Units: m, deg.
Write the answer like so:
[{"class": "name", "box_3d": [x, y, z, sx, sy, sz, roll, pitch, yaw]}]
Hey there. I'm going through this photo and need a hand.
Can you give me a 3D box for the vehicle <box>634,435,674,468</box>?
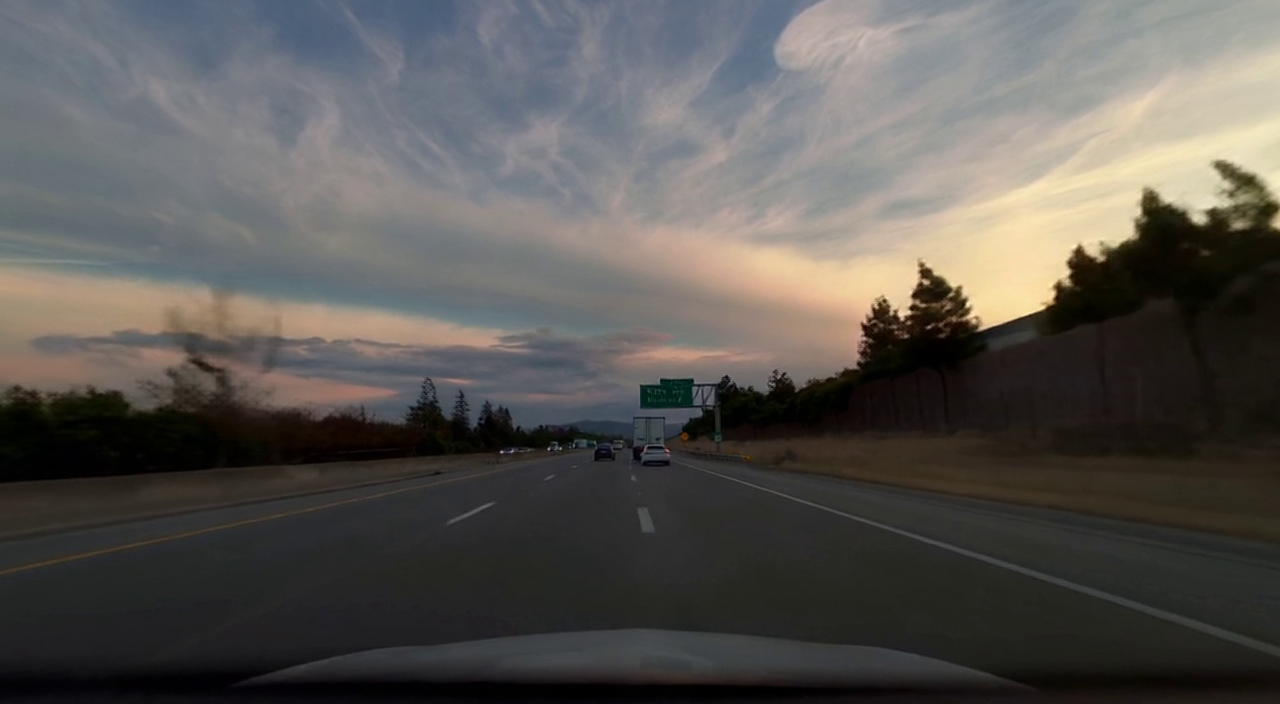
[{"class": "vehicle", "box_3d": [0.792, 6.227, 39.554, 2.139, 1.925, 4.312, 0, -9, -4]}]
